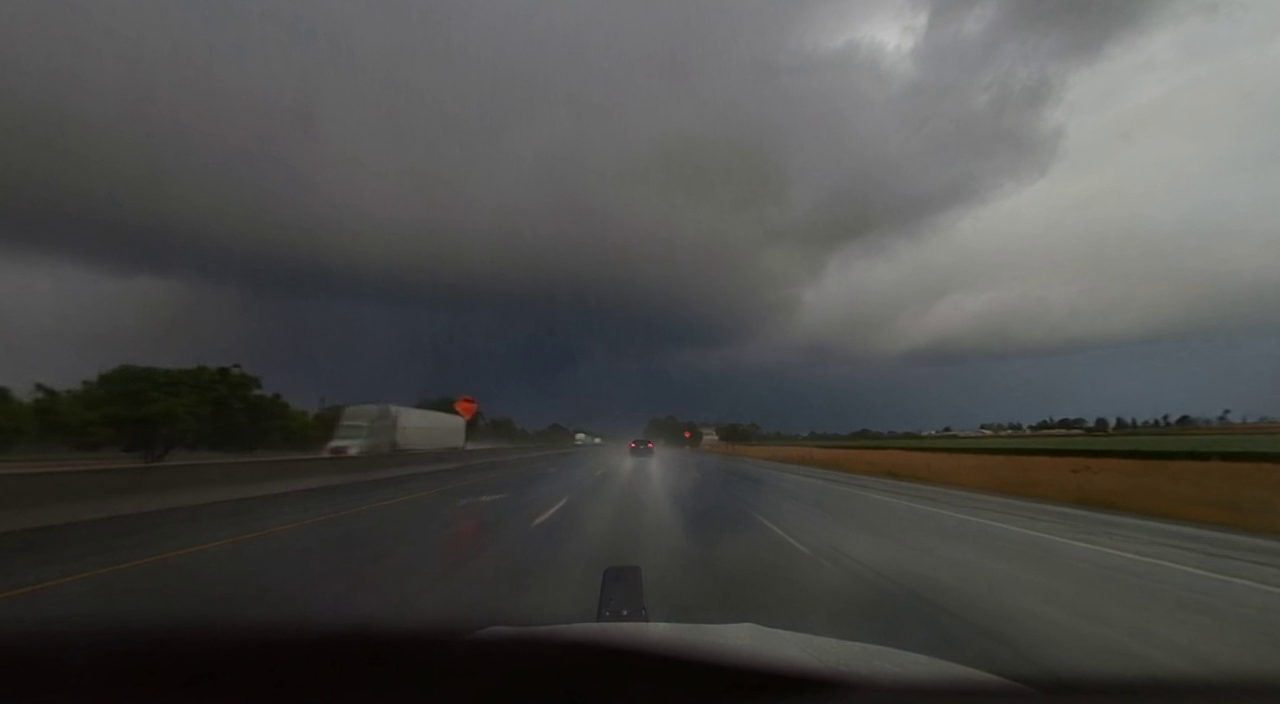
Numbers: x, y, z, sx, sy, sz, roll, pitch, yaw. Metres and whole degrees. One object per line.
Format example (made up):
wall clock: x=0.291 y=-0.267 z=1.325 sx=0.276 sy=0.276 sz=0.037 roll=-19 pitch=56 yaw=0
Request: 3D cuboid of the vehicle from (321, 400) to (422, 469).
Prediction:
vehicle: x=-16.479 y=5.190 z=39.250 sx=2.976 sy=3.855 sz=7.457 roll=0 pitch=-8 yaw=0
